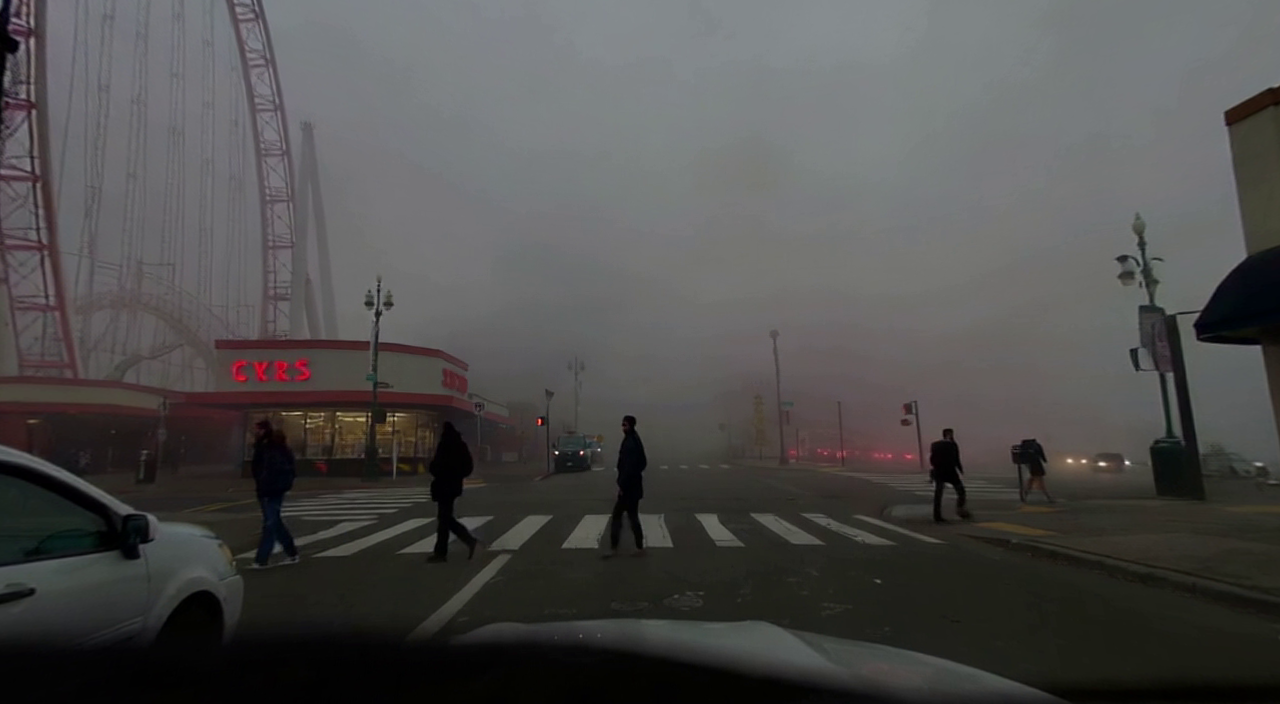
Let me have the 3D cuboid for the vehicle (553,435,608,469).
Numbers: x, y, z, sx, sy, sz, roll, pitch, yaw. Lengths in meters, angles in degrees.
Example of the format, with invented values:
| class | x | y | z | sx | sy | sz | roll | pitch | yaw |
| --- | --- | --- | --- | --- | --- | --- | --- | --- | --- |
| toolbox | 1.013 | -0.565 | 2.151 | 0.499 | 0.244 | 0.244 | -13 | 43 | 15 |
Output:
| class | x | y | z | sx | sy | sz | roll | pitch | yaw |
| --- | --- | --- | --- | --- | --- | --- | --- | --- | --- |
| vehicle | -3.885 | 6.364 | 40.264 | 2.549 | 2.000 | 5.699 | 2 | -9 | -15 |

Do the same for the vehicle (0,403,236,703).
| class | x | y | z | sx | sy | sz | roll | pitch | yaw |
| --- | --- | --- | --- | --- | --- | --- | --- | --- | --- |
| vehicle | -3.372 | 0.785 | 1.182 | 1.940 | 1.505 | 4.676 | -1 | -9 | 3 |
